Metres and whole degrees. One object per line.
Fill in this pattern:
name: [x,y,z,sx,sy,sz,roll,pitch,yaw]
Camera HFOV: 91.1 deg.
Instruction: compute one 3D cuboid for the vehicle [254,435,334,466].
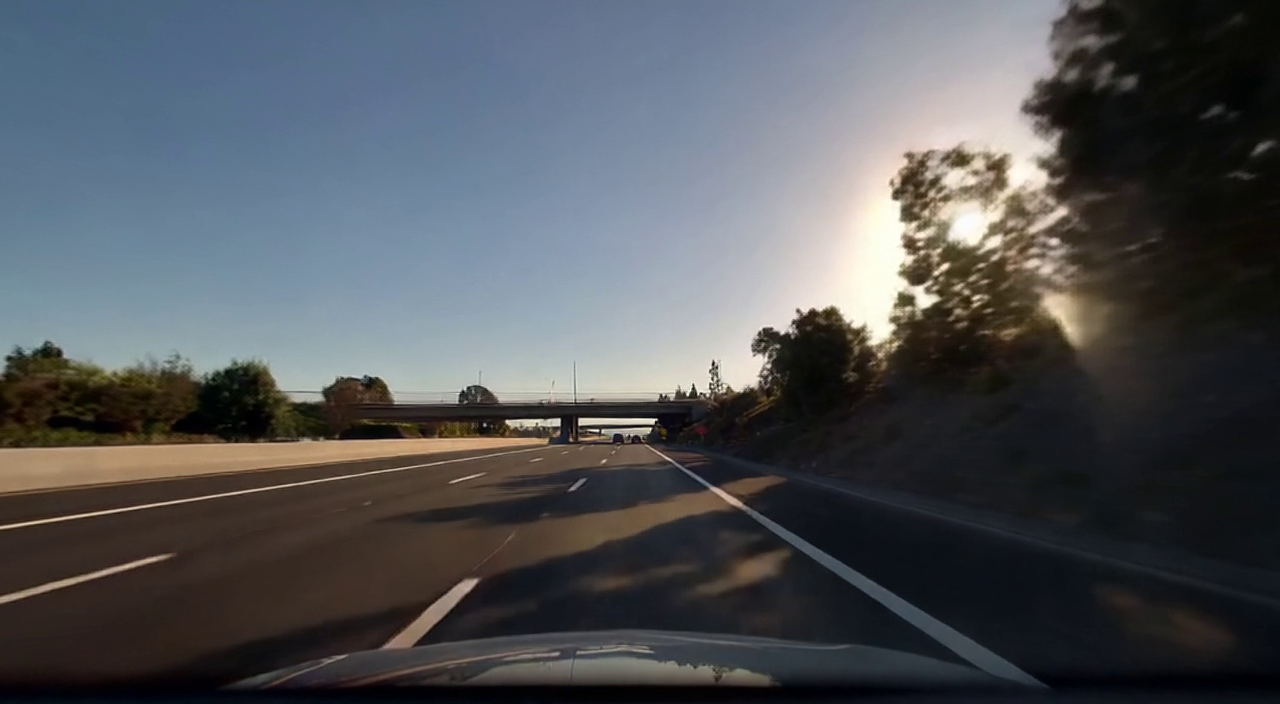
vehicle: [-18.957,5.385,34.702,1.879,1.544,4.542,0,-8,-1]
